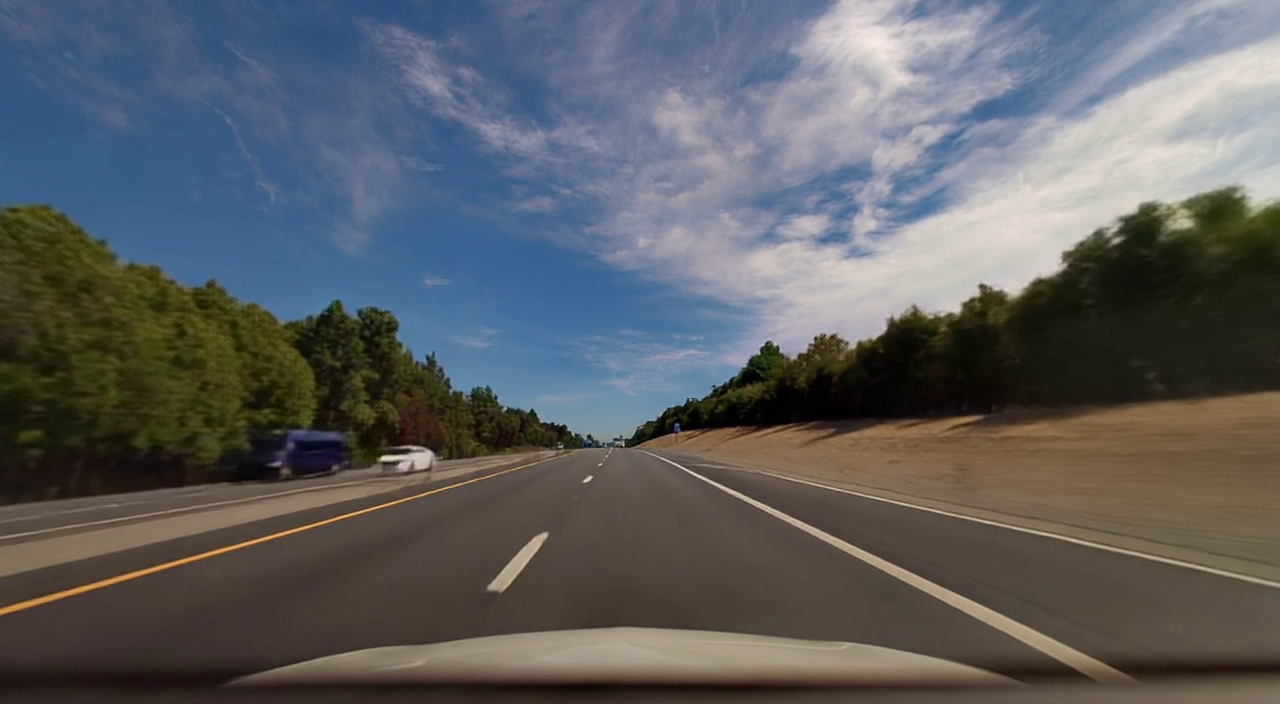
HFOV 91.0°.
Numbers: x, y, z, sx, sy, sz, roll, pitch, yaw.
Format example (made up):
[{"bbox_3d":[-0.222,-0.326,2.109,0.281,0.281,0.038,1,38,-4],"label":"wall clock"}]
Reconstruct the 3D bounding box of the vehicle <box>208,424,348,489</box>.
[{"bbox_3d":[-16.446,4.784,29.314,2.335,2.630,7.283,0,-8,-2],"label":"vehicle"}]

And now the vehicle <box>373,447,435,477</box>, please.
[{"bbox_3d":[-12.695,5.901,34.122,1.833,1.460,4.158,0,-8,-1],"label":"vehicle"}]
